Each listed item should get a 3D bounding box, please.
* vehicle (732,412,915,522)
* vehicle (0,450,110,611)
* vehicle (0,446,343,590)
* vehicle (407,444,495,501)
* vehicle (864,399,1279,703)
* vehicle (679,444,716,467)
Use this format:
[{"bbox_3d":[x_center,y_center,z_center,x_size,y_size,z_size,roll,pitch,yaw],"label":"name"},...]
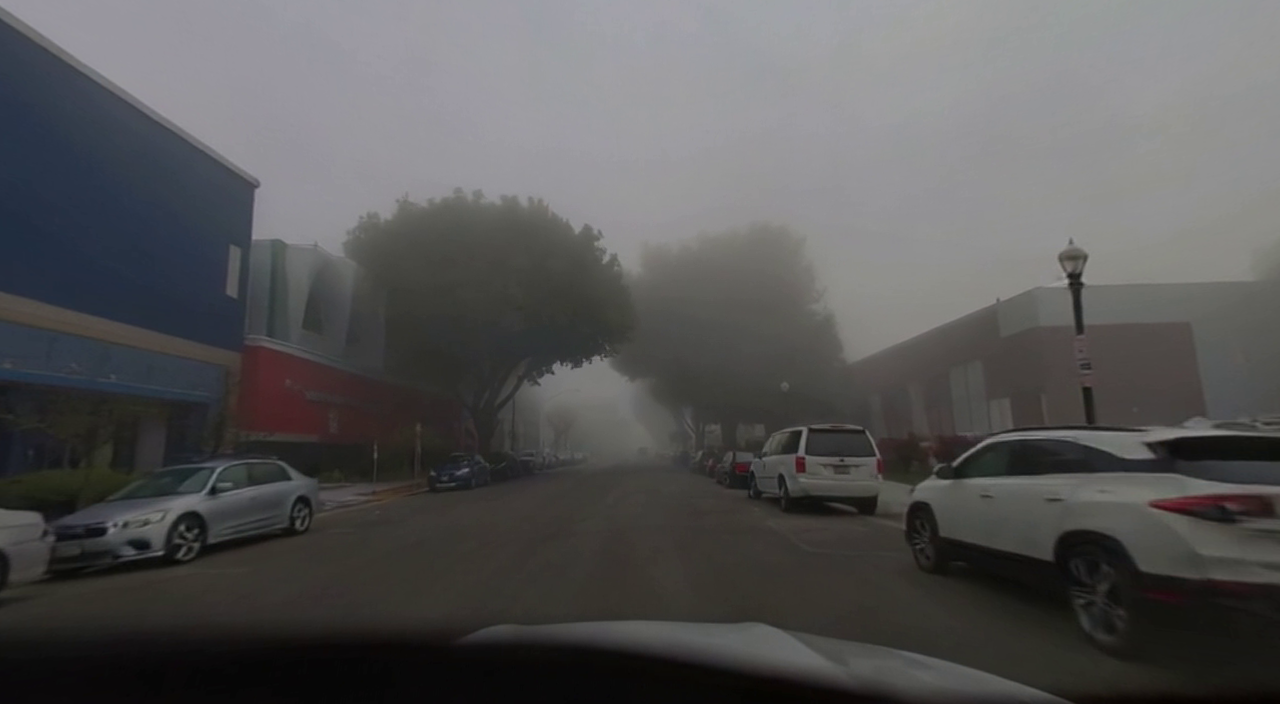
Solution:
[{"bbox_3d":[3.789,2.472,14.334,2.390,2.005,5.276,0,-8,-2],"label":"vehicle"},{"bbox_3d":[-7.223,1.613,4.867,2.001,1.502,4.851,-1,-7,1],"label":"vehicle"},{"bbox_3d":[-7.073,2.369,10.052,2.182,1.522,4.946,-3,-7,2],"label":"vehicle"},{"bbox_3d":[-7.163,4.553,24.538,1.996,1.770,5.518,-2,-7,-3],"label":"vehicle"},{"bbox_3d":[3.910,1.375,5.730,2.008,1.644,4.476,0,-8,-1],"label":"vehicle"},{"bbox_3d":[4.046,7.400,45.141,2.081,1.463,4.263,0,-8,-3],"label":"vehicle"}]
